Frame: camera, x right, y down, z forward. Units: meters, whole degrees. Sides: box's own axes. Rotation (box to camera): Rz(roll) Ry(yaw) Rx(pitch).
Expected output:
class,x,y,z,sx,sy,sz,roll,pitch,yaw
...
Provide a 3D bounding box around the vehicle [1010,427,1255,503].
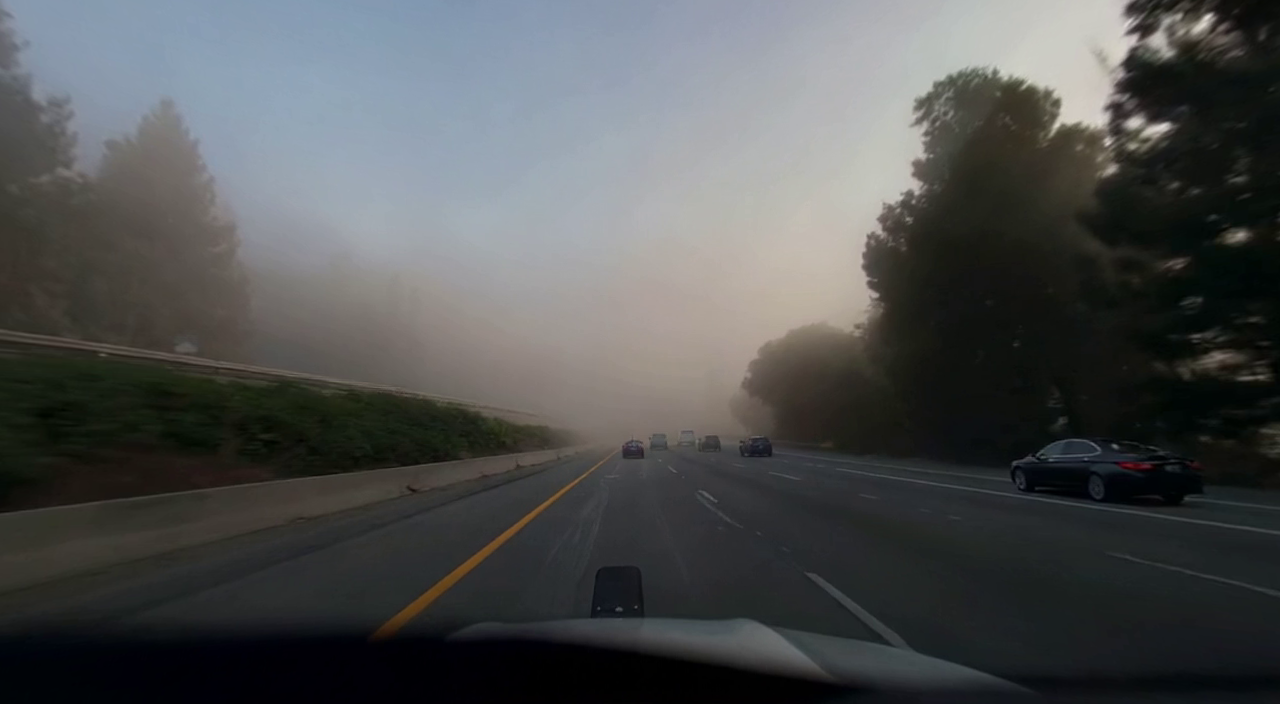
class,x,y,z,sx,sy,sz,roll,pitch,yaw
vehicle,11.366,2.631,15.099,2.041,1.517,4.645,0,-8,-1
